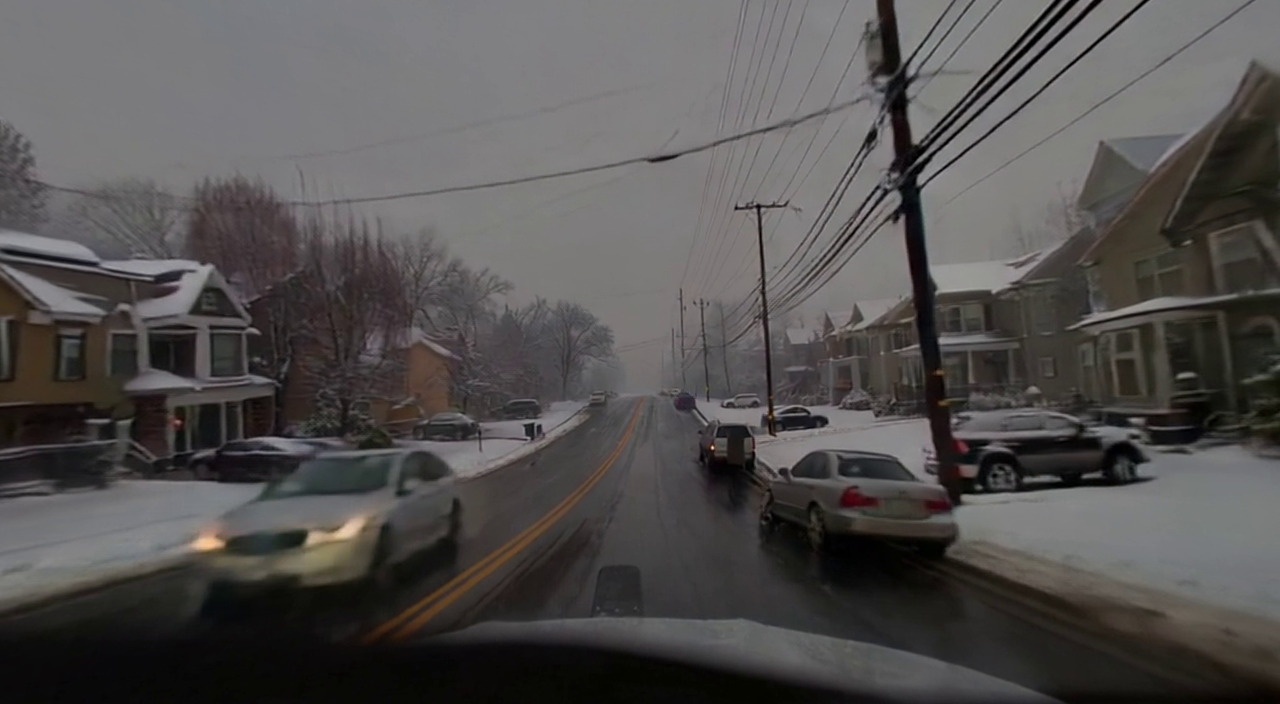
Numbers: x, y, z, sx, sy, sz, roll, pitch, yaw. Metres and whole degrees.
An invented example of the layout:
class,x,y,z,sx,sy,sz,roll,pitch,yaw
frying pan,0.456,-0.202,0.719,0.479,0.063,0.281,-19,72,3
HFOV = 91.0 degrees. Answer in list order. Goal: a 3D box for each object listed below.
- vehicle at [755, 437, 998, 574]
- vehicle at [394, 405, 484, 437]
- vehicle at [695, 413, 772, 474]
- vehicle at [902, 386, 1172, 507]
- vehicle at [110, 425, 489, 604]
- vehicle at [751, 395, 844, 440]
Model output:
class,x,y,z,sx,sy,sz,roll,pitch,yaw
vehicle,3.052,2.051,9.328,2.063,1.503,4.415,0,-9,3
vehicle,-11.679,4.067,36.760,4.525,1.797,2.024,-1,-9,5
vehicle,3.449,3.401,24.176,2.211,1.860,4.813,0,-3,0
vehicle,8.295,2.007,13.511,4.286,2.044,1.913,-5,-8,0
vehicle,-3.531,1.751,7.800,2.096,1.542,4.481,0,-8,1
vehicle,8.923,3.783,36.011,4.622,1.826,2.065,-8,-9,1
